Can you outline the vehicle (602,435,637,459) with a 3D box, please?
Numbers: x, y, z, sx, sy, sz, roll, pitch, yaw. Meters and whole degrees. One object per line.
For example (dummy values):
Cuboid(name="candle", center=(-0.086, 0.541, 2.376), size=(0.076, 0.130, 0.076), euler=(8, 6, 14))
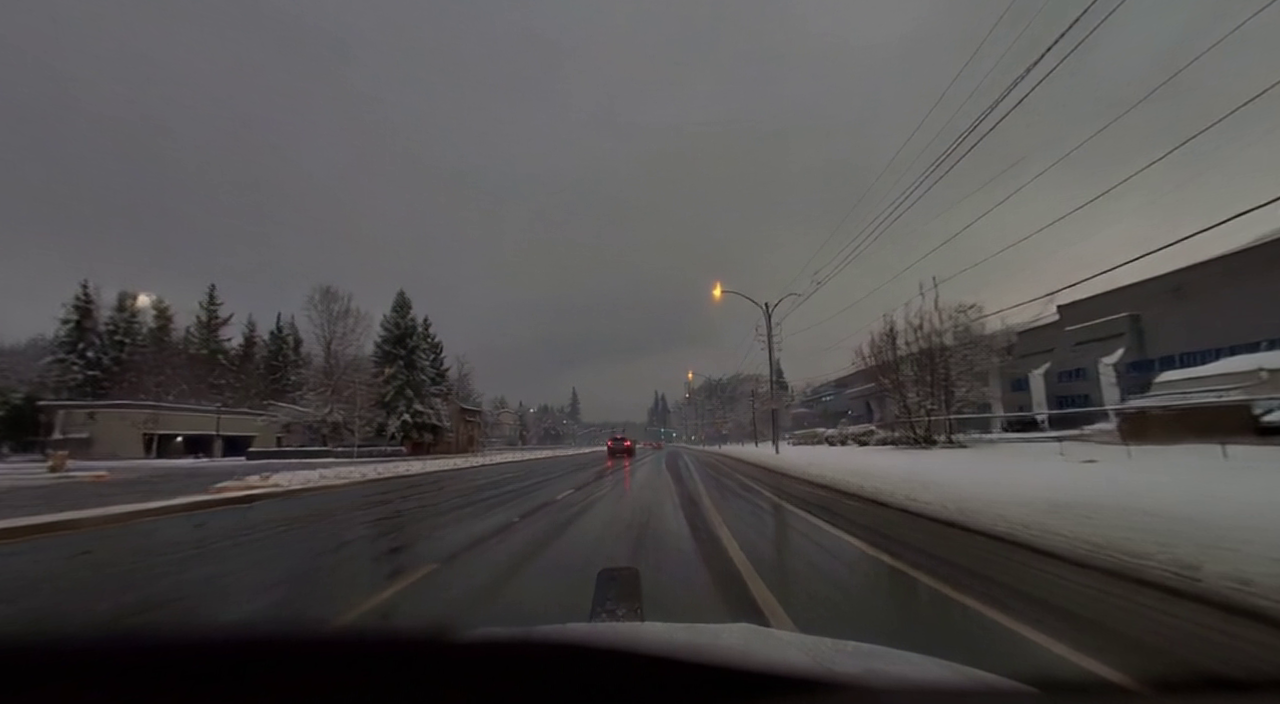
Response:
Cuboid(name="vehicle", center=(-1.379, 6.760, 44.983), size=(2.121, 1.654, 3.993), euler=(-1, -8, 4))
